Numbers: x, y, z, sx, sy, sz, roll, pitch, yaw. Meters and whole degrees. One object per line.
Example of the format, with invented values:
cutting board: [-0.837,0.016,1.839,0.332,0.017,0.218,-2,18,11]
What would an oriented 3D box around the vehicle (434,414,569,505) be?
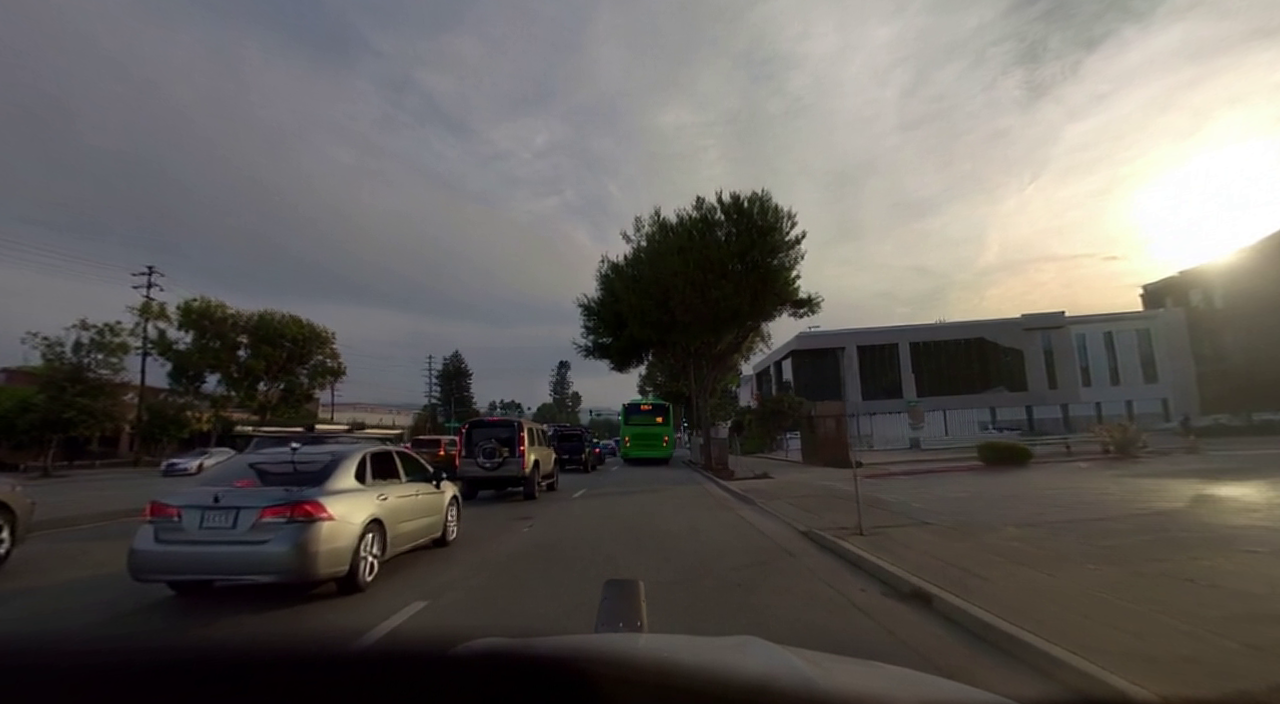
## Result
vehicle: [-3.192,2.629,15.783,2.095,1.892,5.043,0,-9,1]

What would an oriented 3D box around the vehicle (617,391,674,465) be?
vehicle: [0.386,4.912,39.268,2.970,3.857,12.200,0,-9,1]

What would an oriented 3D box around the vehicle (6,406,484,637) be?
vehicle: [-3.292,1.504,6.652,2.042,1.571,4.475,0,-9,1]
